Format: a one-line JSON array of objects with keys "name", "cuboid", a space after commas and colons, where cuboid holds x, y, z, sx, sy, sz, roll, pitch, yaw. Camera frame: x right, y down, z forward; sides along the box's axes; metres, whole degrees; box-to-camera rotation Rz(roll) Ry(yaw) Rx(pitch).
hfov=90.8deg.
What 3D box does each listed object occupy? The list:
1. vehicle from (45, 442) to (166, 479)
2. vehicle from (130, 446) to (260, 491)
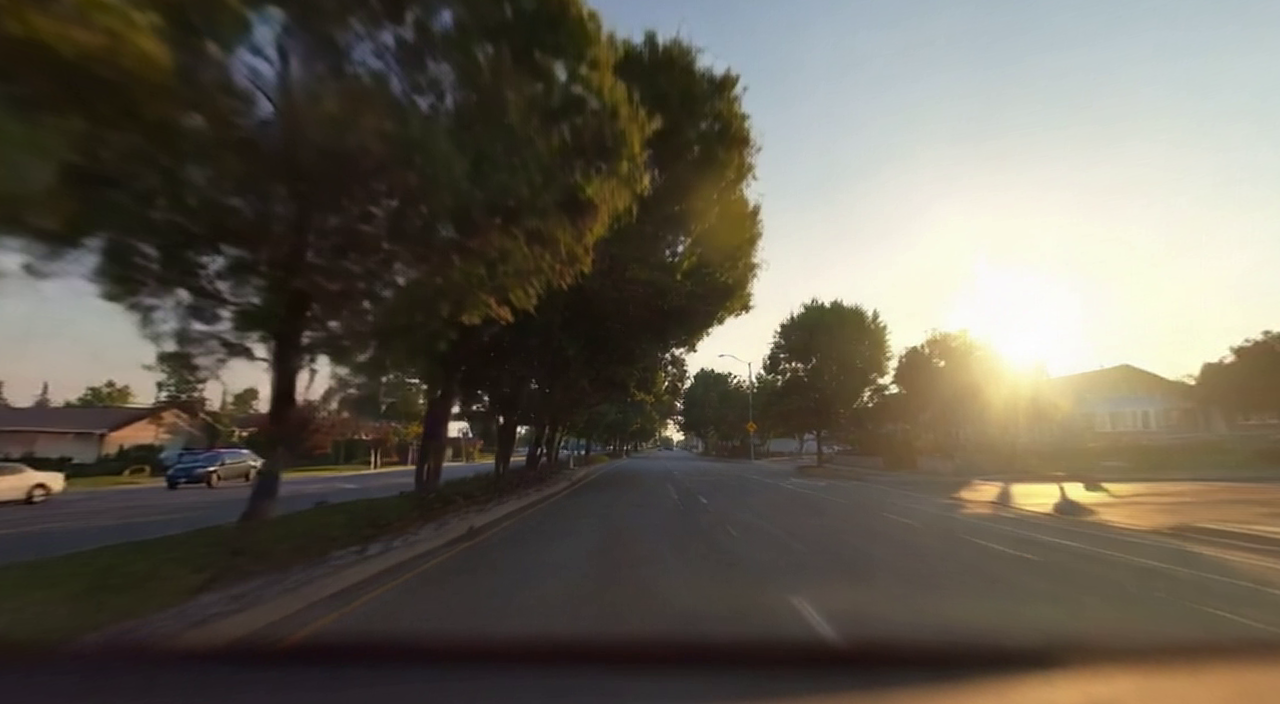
[{"name": "vehicle", "cuboid": [-27.025, 5.482, 32.055, 4.294, 1.763, 1.929, 0, -9, -1]}, {"name": "vehicle", "cuboid": [-19.206, 5.024, 27.638, 1.906, 1.744, 5.165, 0, -9, 0]}]
